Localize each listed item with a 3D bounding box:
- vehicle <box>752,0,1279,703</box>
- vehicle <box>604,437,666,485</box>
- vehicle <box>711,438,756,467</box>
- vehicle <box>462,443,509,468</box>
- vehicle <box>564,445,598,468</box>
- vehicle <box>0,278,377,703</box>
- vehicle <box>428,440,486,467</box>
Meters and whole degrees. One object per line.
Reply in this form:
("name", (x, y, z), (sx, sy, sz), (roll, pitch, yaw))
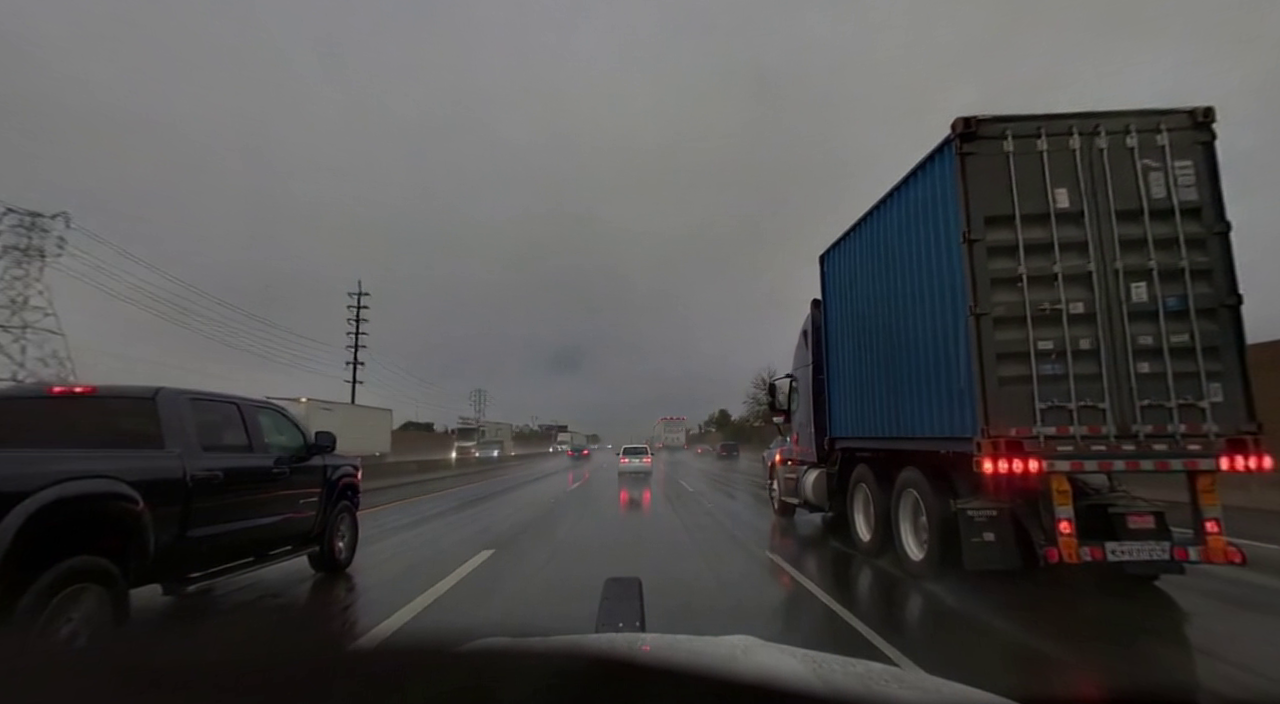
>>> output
("vehicle", (3.437, 0.349, 6.352), (3.013, 3.940, 7.933), (0, -9, -1))
("vehicle", (-0.211, 4.172, 24.471), (2.191, 1.685, 4.015), (0, -9, -1))
("vehicle", (6.819, 7.416, 46.637), (2.302, 1.973, 5.502), (0, -9, -2))
("vehicle", (-10.642, 7.183, 43.968), (1.975, 1.590, 5.050), (0, -9, 1))
("vehicle", (-4.040, 7.253, 43.926), (2.025, 1.498, 4.675), (0, -9, -1))
("vehicle", (-3.943, 0.828, 3.492), (2.323, 2.046, 6.006), (0, -9, 1))
("vehicle", (-14.097, 7.840, 49.052), (2.690, 1.920, 6.277), (0, -9, -1))
